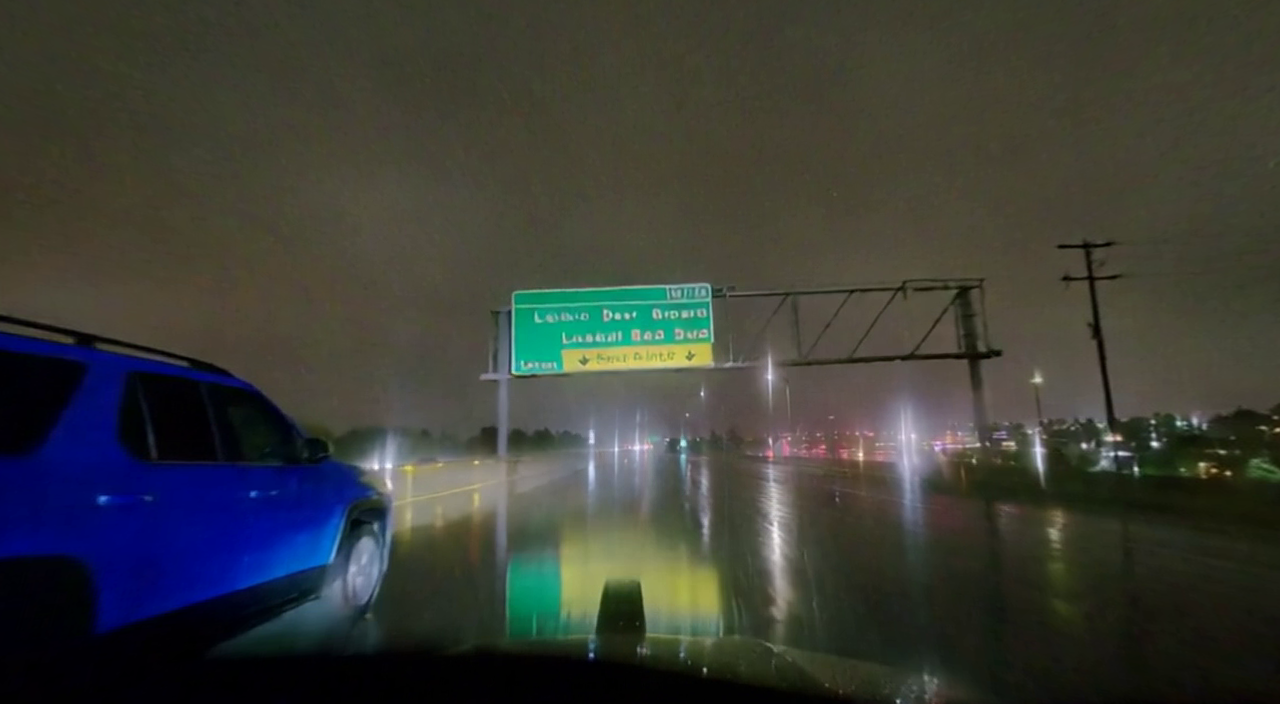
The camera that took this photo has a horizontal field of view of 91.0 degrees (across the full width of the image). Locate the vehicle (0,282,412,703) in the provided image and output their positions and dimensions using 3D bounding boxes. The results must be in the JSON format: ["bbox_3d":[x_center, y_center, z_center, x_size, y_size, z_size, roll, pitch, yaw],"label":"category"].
[{"bbox_3d":[-3.816,0.902,4.024,2.431,1.928,5.760,0,-9,1],"label":"vehicle"}]
